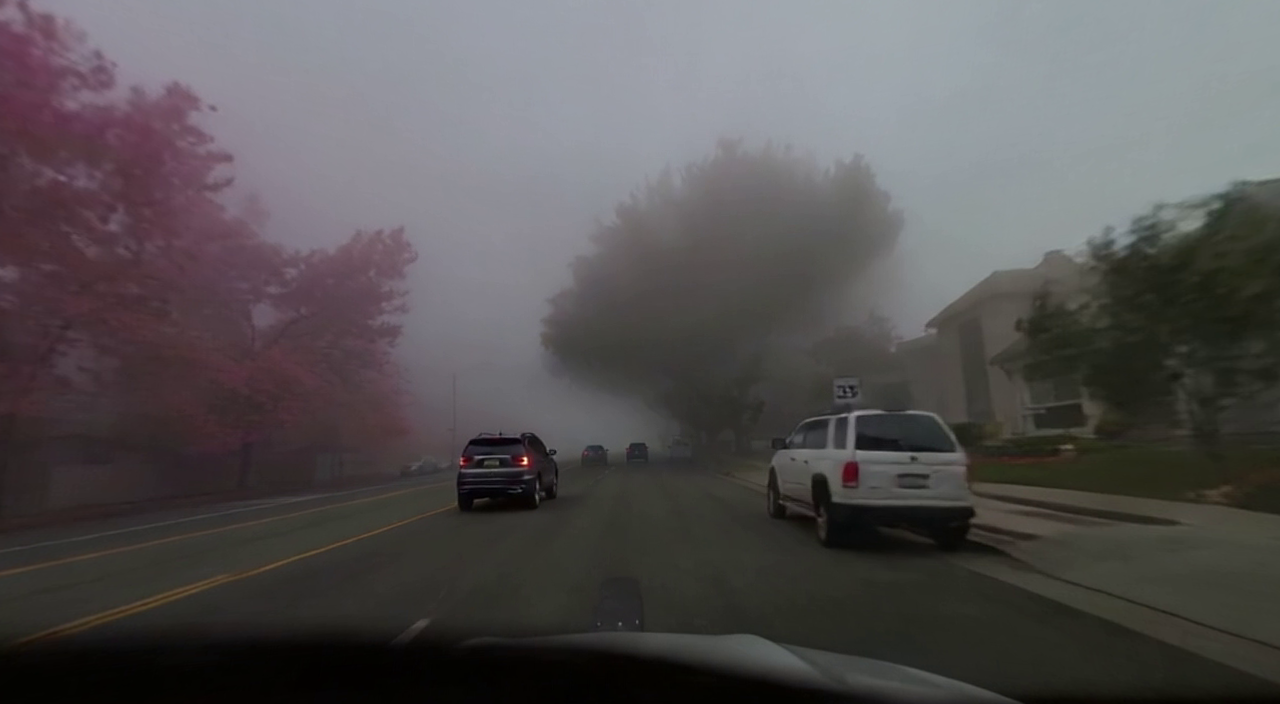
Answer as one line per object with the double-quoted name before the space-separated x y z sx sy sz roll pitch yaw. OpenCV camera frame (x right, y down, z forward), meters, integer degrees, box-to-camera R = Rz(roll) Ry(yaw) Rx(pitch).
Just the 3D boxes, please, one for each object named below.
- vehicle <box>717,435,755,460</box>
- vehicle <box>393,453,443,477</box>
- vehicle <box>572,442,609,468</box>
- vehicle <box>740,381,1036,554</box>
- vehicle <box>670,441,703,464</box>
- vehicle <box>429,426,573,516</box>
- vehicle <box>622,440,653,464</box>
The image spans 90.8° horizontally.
"vehicle" 7.354 7.393 48.854 2.112 1.776 4.555 1 -8 -2
"vehicle" -16.317 8.337 46.738 1.870 1.599 5.022 0 -9 0
"vehicle" -3.237 6.901 42.386 2.167 1.634 4.220 0 -9 0
"vehicle" 3.389 1.770 10.229 2.653 2.058 5.096 0 -9 -1
"vehicle" 3.537 7.810 49.188 2.150 1.655 4.739 0 -9 -1
"vehicle" -3.050 2.759 15.189 2.257 1.751 5.028 -1 -9 1
"vehicle" -0.203 7.859 49.900 2.376 1.801 4.317 0 -9 -1
